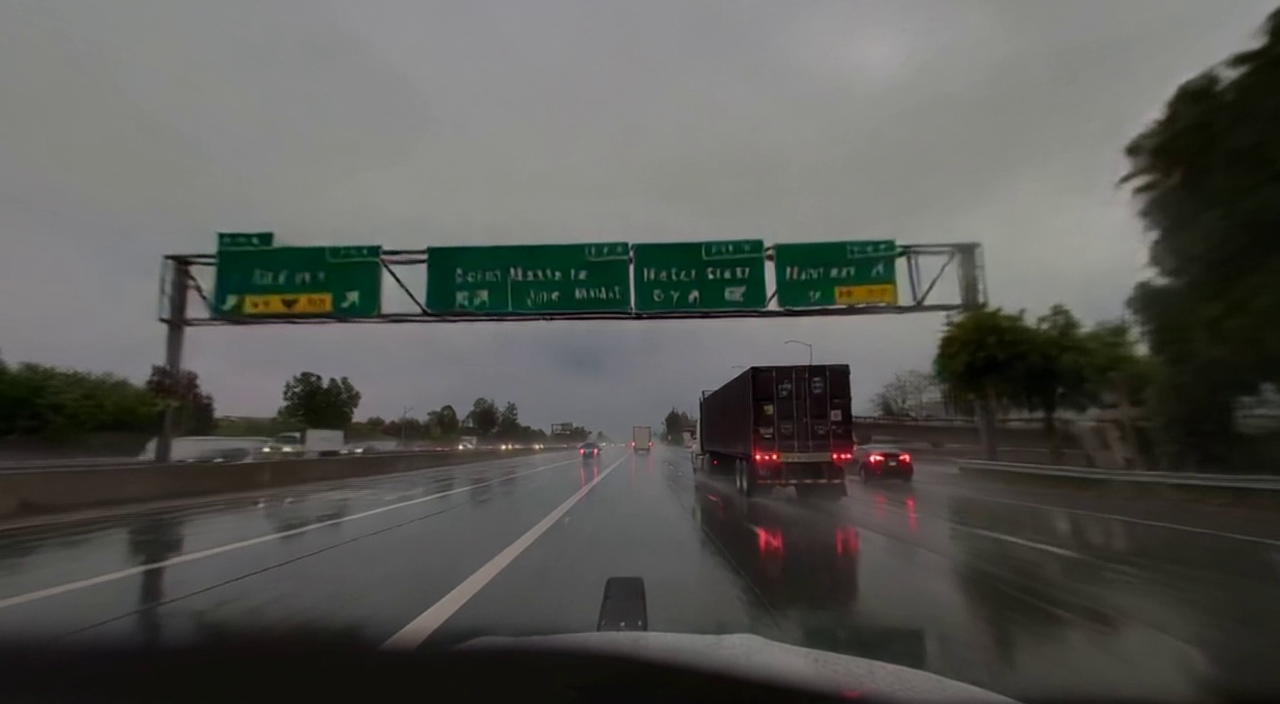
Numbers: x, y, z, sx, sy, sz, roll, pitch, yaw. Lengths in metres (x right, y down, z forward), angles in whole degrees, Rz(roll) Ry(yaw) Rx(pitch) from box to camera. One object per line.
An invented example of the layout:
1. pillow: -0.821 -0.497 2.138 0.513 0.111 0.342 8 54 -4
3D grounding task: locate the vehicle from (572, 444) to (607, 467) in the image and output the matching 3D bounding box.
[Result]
1. vehicle: -3.549 7.415 45.309 2.143 1.529 4.918 0 -9 0

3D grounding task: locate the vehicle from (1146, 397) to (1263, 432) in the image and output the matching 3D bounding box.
1. vehicle: 28.623 3.230 32.051 1.928 1.603 4.315 1 -7 -2

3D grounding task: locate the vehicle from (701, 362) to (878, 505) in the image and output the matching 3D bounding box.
1. vehicle: 4.071 2.722 20.334 3.049 3.395 10.595 0 -9 -1
